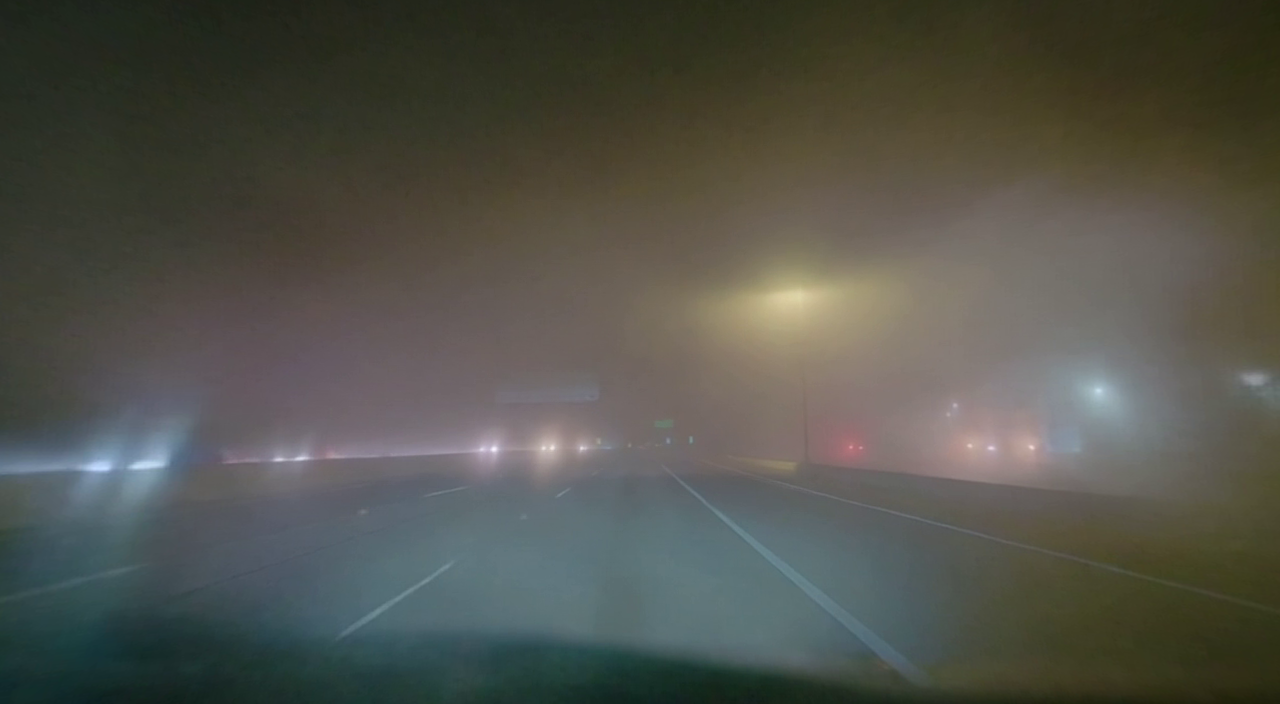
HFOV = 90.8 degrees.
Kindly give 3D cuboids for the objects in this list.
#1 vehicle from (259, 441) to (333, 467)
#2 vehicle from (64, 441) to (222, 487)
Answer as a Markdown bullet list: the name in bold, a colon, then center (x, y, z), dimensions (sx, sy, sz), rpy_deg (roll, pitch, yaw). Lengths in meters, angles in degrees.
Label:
- **vehicle**: center (-21.148, 6.275, 39.108), dimensions (1.919, 1.499, 4.719), rpy_deg (0, -8, 0)
- **vehicle**: center (-17.997, 4.036, 23.228), dimensions (1.934, 1.490, 4.775), rpy_deg (0, -8, 0)
